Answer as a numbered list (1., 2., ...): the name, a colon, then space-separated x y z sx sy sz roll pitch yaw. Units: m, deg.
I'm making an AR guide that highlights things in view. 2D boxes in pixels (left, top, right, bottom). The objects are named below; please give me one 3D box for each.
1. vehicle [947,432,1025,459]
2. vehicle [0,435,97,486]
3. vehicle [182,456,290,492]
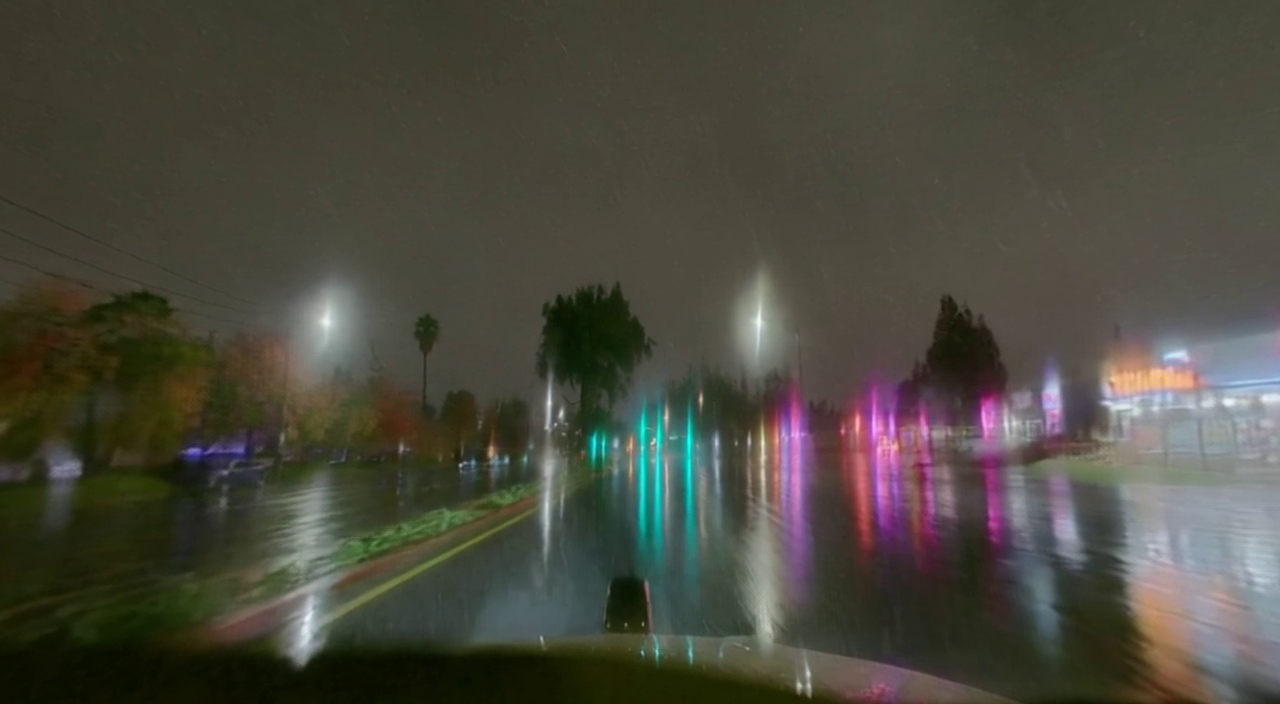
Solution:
1. vehicle: 23.253 6.318 42.614 2.217 1.737 4.962 1 -8 -3
2. vehicle: -28.209 4.865 28.597 5.585 2.094 2.476 -2 -9 15
3. vehicle: -18.833 5.694 29.719 1.815 1.453 4.870 0 -8 1
